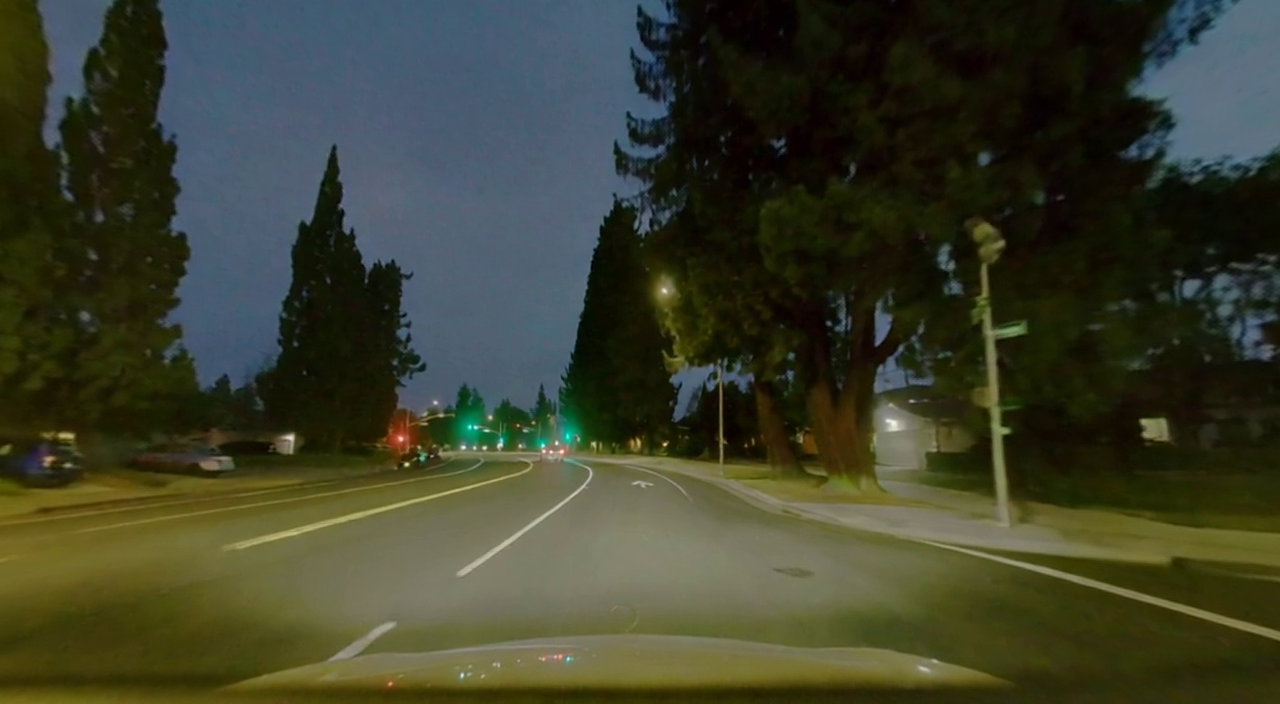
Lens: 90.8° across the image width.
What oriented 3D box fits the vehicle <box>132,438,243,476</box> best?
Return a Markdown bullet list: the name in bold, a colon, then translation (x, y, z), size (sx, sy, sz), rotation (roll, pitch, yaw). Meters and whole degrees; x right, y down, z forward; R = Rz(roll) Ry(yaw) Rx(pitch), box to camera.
- **vehicle**: translation (-21.958, 5.095, 30.788), size (3.832, 1.683, 1.877), rotation (2, -9, -7)
